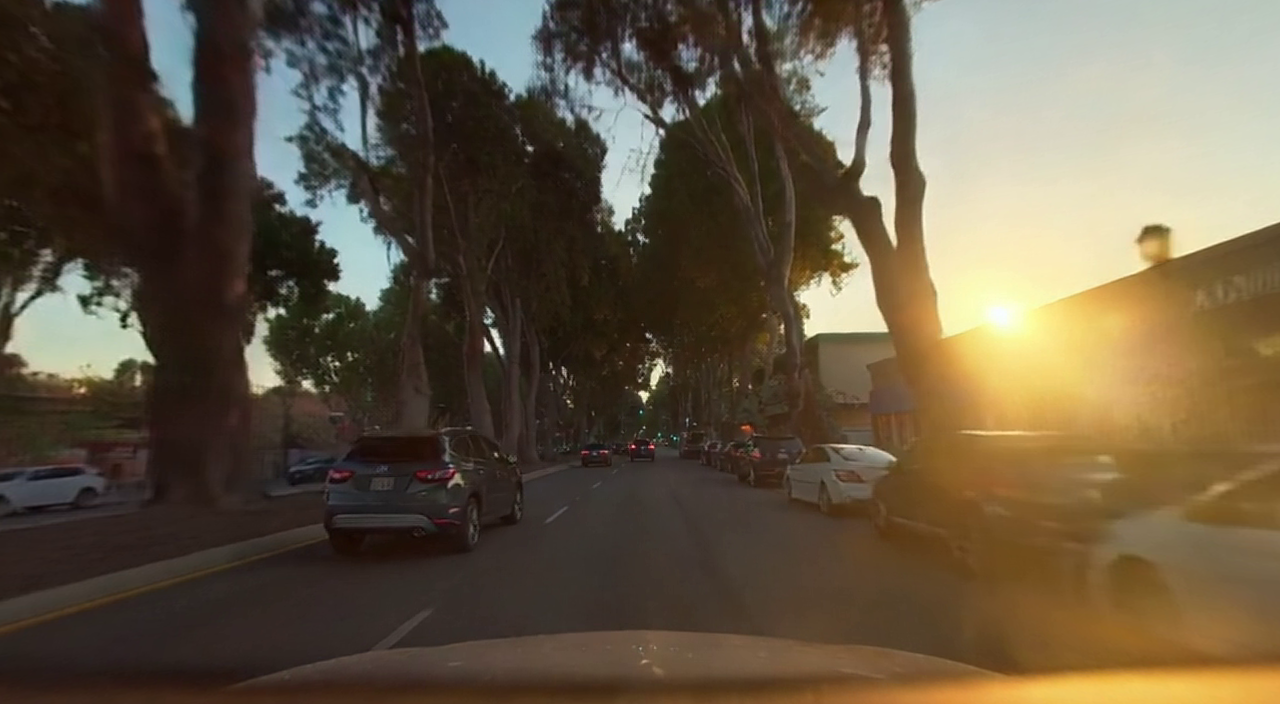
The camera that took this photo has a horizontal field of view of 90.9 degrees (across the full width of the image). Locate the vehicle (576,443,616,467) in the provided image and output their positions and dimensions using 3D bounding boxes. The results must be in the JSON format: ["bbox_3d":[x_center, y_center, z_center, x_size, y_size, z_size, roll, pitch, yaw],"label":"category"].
[{"bbox_3d":[-2.797,6.673,41.130,2.151,1.484,4.468,0,-8,2],"label":"vehicle"}]

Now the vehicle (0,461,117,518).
[{"bbox_3d":[-18.990,4.168,19.295,1.888,1.500,4.622,0,-8,2],"label":"vehicle"}]

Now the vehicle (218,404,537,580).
[{"bbox_3d":[-2.963,1.717,8.598,2.186,1.708,4.746,0,-8,2],"label":"vehicle"}]

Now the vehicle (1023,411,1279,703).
[{"bbox_3d":[4.040,1.025,2.842,1.887,1.517,4.257,0,-8,-1],"label":"vehicle"}]

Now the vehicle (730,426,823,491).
[{"bbox_3d":[4.445,3.562,21.409,2.079,1.910,4.855,0,-8,0],"label":"vehicle"}]

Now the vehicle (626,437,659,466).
[{"bbox_3d":[0.158,6.466,40.959,2.075,1.770,4.018,0,-8,0],"label":"vehicle"}]
